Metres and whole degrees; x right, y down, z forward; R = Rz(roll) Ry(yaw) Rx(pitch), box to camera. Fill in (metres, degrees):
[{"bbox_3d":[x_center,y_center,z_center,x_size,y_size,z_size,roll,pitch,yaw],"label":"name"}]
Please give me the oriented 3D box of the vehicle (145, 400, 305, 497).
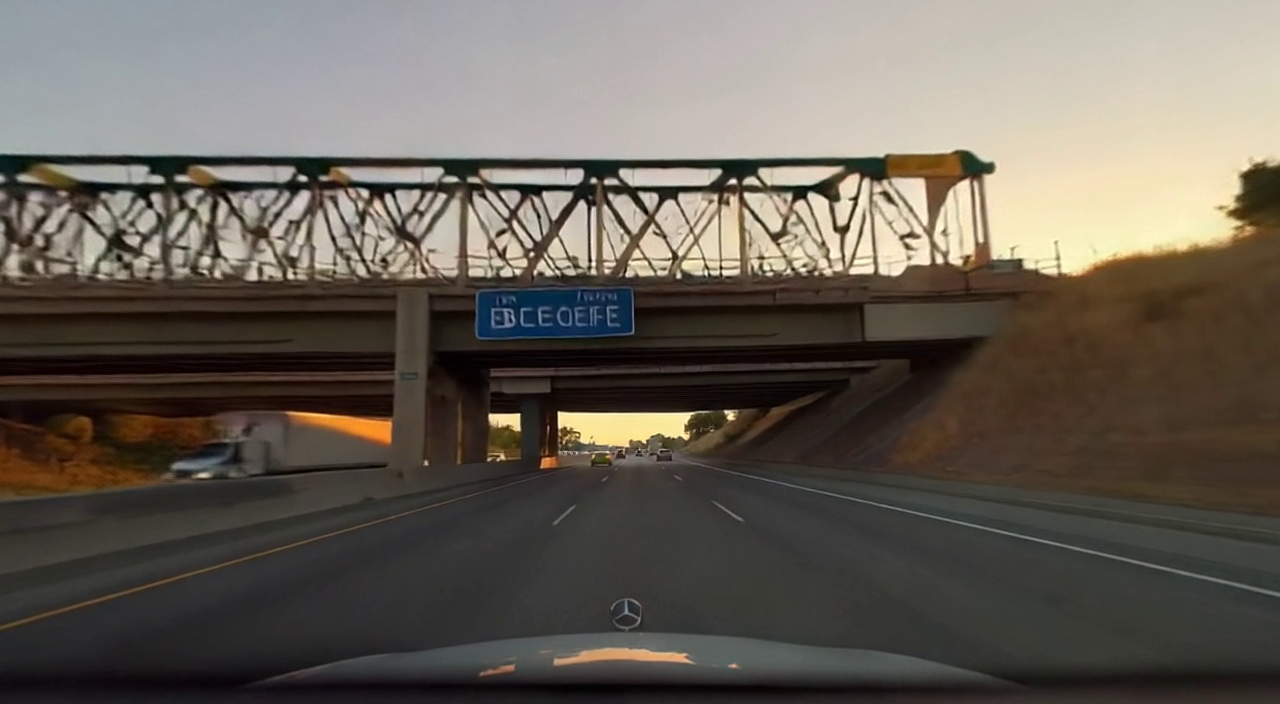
[{"bbox_3d":[-18.759,4.448,29.155,2.964,3.943,6.327,0,-9,-1],"label":"vehicle"}]
